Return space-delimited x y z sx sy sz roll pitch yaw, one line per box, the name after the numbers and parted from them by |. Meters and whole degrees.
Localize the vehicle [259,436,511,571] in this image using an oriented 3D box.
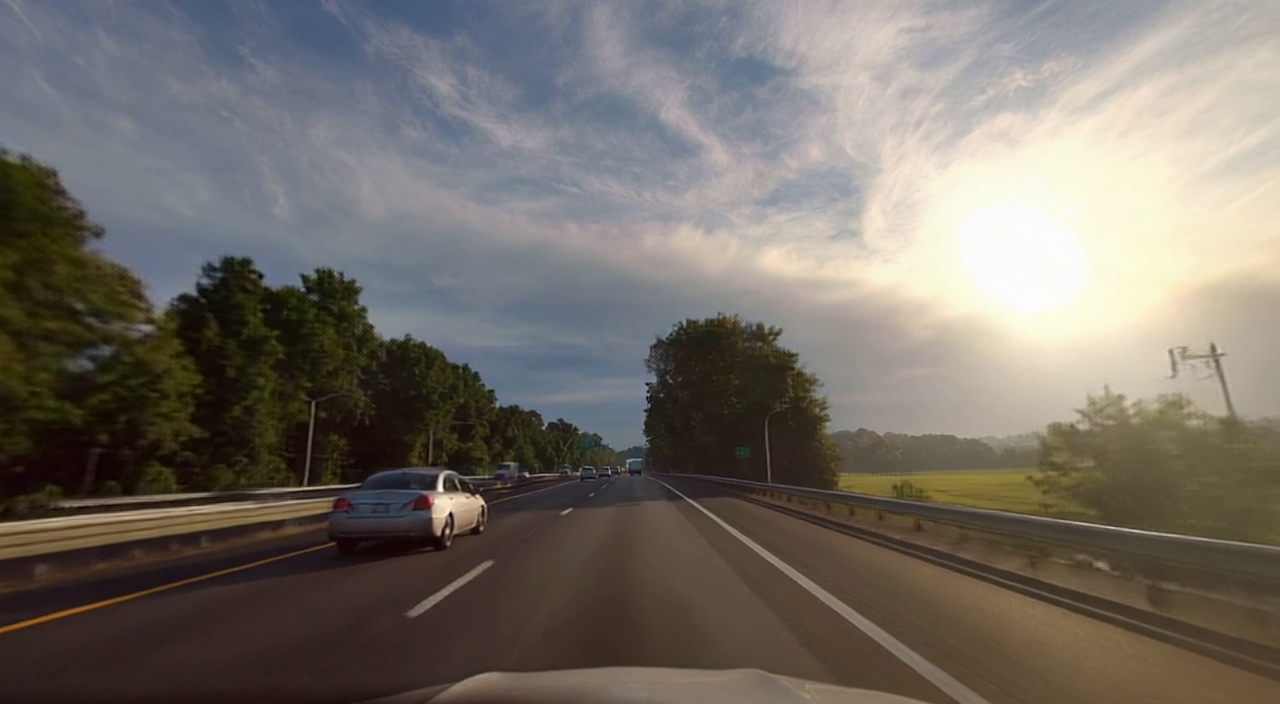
-3.714 2.355 10.389 2.123 1.666 4.709 1 -10 0 | vehicle
